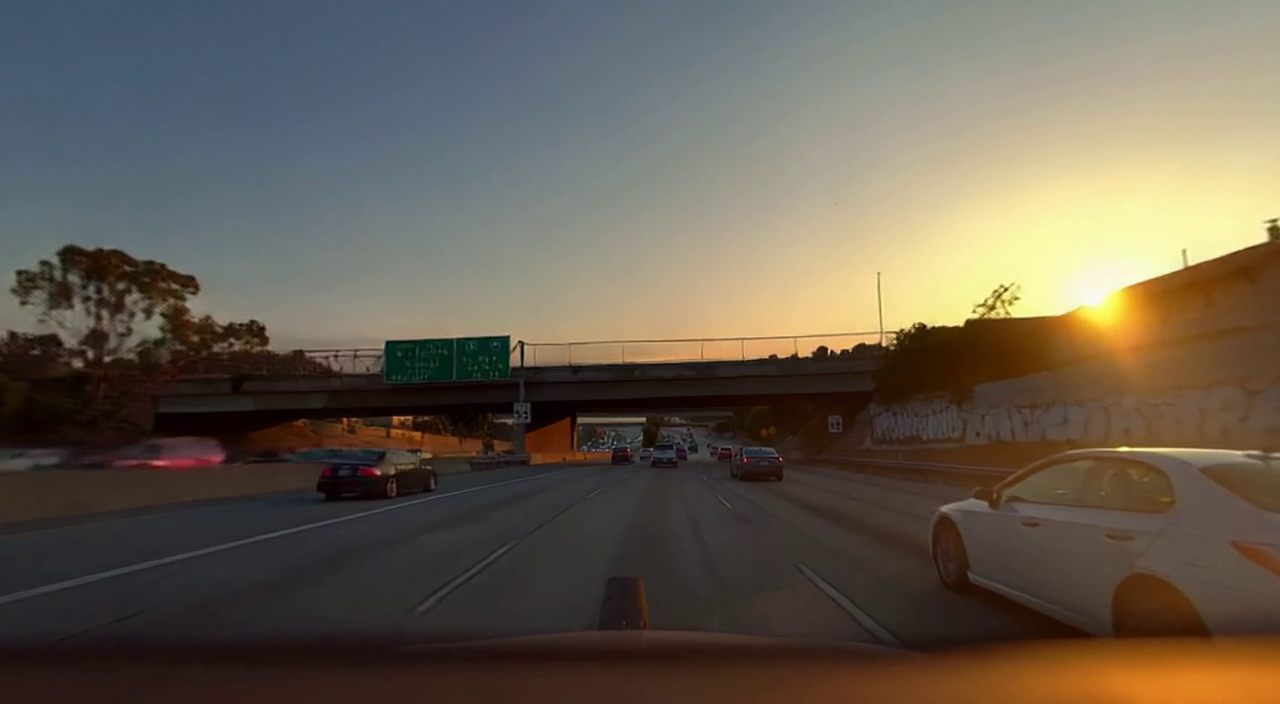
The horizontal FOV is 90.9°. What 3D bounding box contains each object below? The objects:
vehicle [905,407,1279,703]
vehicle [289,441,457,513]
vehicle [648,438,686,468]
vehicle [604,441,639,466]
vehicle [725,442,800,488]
[{"bbox_3d":[3.635,1.224,4.207,1.912,1.509,4.291,0,-8,1],"label":"vehicle"},{"bbox_3d":[-6.325,2.977,15.631,2.050,1.507,4.375,-1,-8,3],"label":"vehicle"},{"bbox_3d":[1.684,6.234,39.077,2.183,1.764,4.134,-1,-8,3],"label":"vehicle"},{"bbox_3d":[-1.333,7.582,47.203,2.070,1.740,4.678,-1,-8,5],"label":"vehicle"},{"bbox_3d":[4.225,3.937,22.337,1.854,1.438,3.954,0,-8,0],"label":"vehicle"}]
